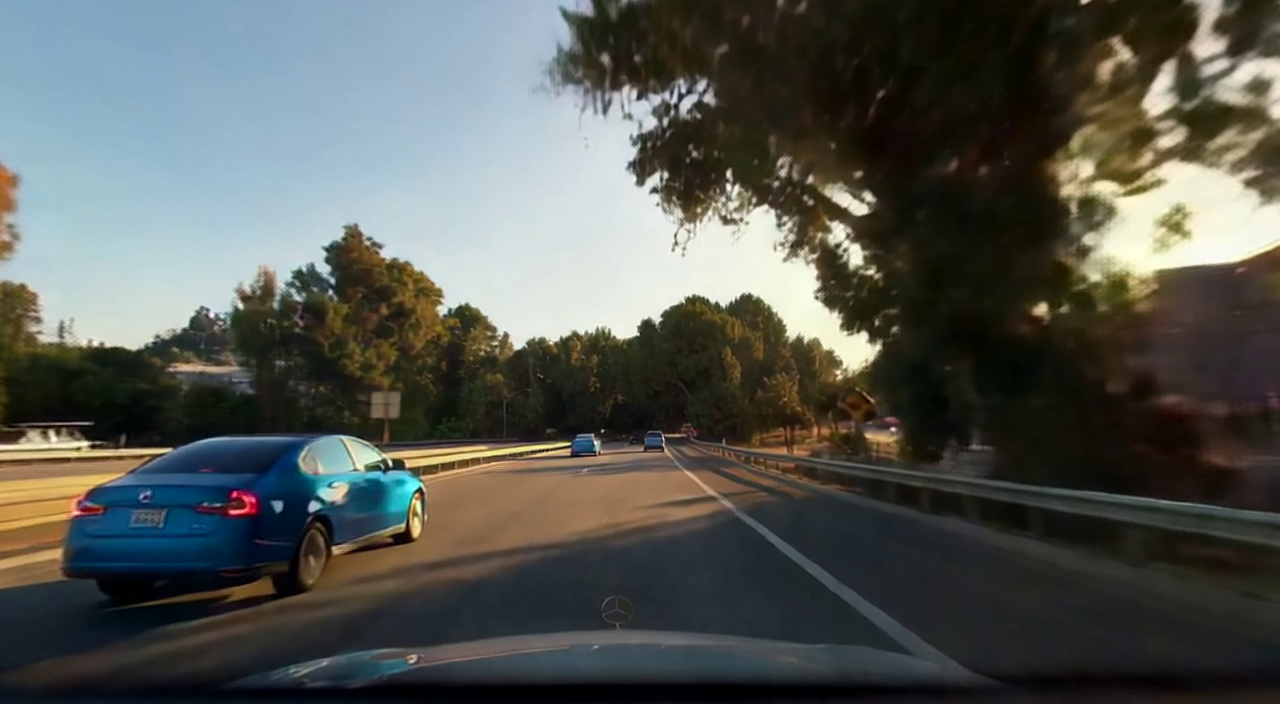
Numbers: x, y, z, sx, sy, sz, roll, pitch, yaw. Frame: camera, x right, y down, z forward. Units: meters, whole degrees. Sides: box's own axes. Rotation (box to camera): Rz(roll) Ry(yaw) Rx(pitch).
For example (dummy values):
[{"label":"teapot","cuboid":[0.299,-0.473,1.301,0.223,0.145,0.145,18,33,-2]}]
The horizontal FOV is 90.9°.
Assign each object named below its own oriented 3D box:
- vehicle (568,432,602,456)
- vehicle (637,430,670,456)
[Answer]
[{"label":"vehicle","cuboid":[-3.671,6.181,42.456,1.950,1.518,3.941,0,-8,0]},{"label":"vehicle","cuboid":[0.840,5.842,40.635,2.041,1.618,3.898,0,-8,0]}]
